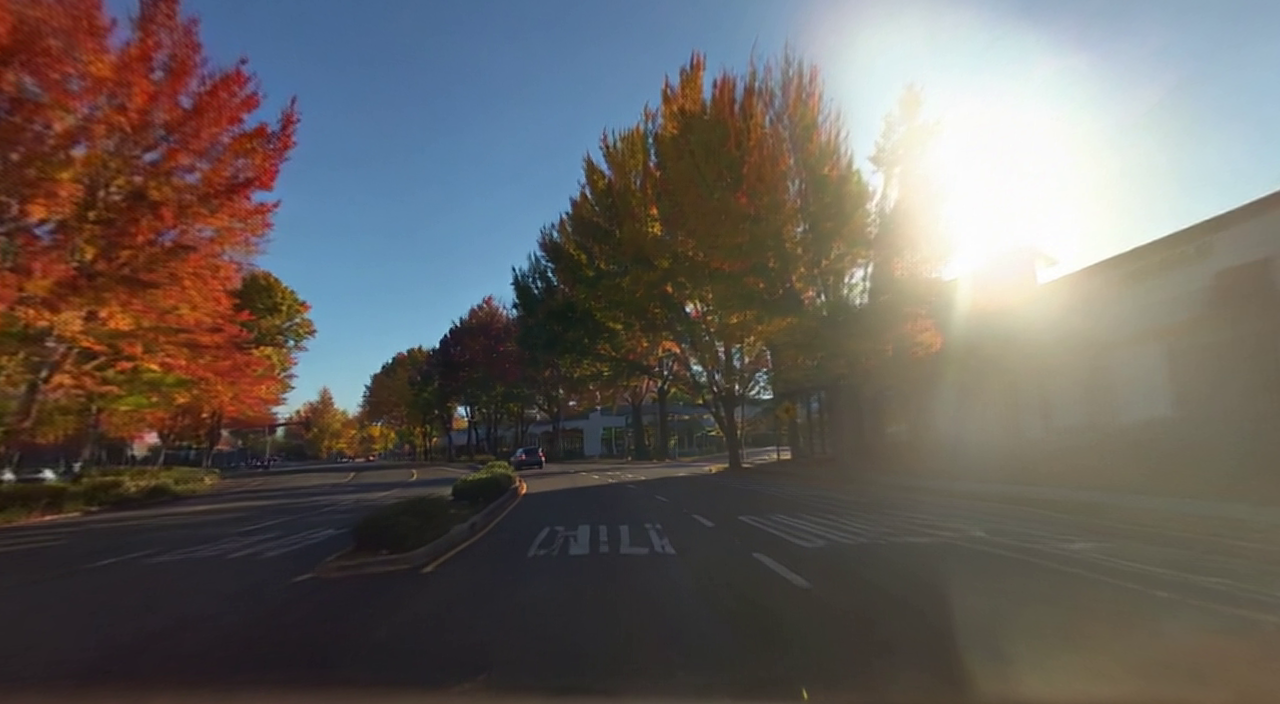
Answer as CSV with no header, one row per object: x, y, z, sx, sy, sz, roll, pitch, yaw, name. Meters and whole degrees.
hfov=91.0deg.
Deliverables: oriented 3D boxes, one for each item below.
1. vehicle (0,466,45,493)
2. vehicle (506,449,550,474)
-48.853,9.831,48.869,1.992,1.906,4.724,3,-10,-21,vehicle
-7.421,7.165,41.443,2.018,1.512,4.304,3,-10,-21,vehicle
